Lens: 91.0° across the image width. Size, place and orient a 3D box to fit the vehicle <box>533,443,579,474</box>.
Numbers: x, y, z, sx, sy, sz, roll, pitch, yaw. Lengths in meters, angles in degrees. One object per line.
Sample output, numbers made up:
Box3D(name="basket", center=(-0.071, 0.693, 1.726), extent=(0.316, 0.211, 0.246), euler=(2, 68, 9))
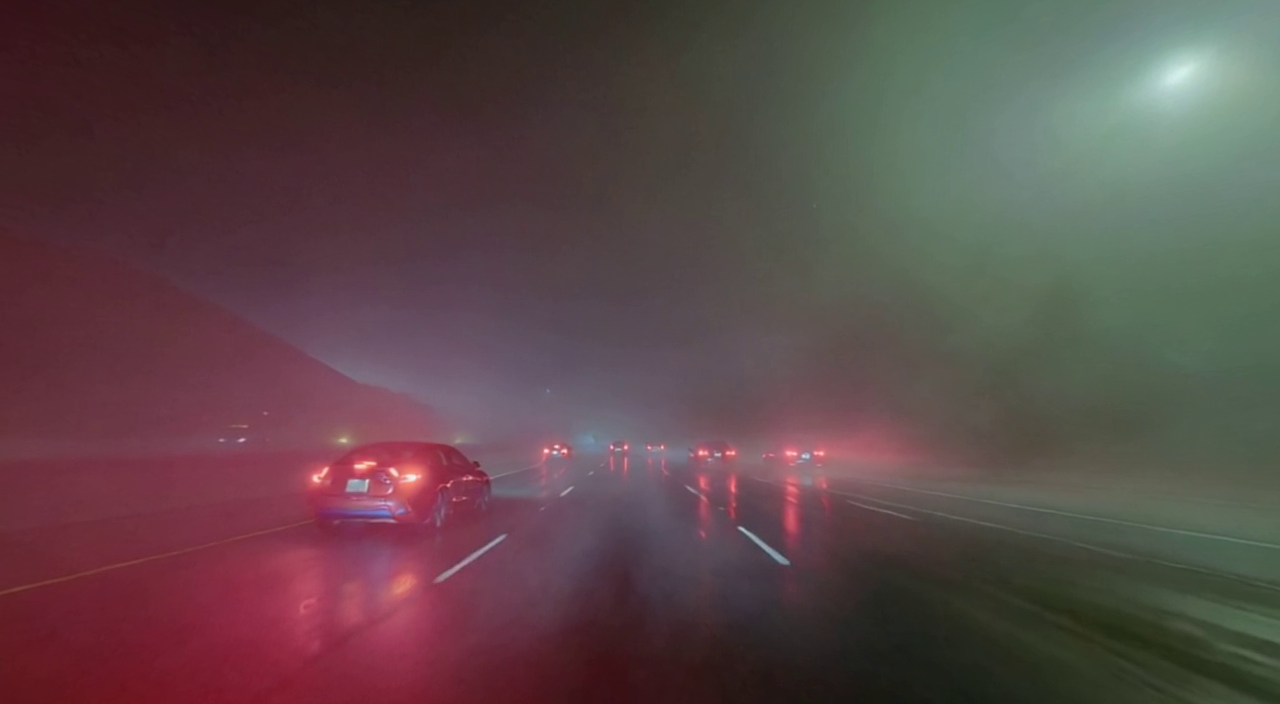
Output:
Box3D(name="vehicle", center=(-4.226, 5.442, 32.253), extent=(1.796, 1.464, 3.839), euler=(0, -9, 0))

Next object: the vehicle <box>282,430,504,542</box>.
Box3D(name="vehicle", center=(-3.840, 2.157, 10.776), extent=(1.993, 1.500, 4.248), euler=(0, -9, 1))

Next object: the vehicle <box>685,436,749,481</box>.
Box3D(name="vehicle", center=(3.370, 4.757, 28.462), extent=(2.222, 1.820, 4.733), euler=(0, -9, -1))

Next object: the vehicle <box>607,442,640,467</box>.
Box3D(name="vehicle", center=(-1.101, 6.944, 42.885), extent=(2.147, 1.572, 4.094), euler=(0, -9, -1))
